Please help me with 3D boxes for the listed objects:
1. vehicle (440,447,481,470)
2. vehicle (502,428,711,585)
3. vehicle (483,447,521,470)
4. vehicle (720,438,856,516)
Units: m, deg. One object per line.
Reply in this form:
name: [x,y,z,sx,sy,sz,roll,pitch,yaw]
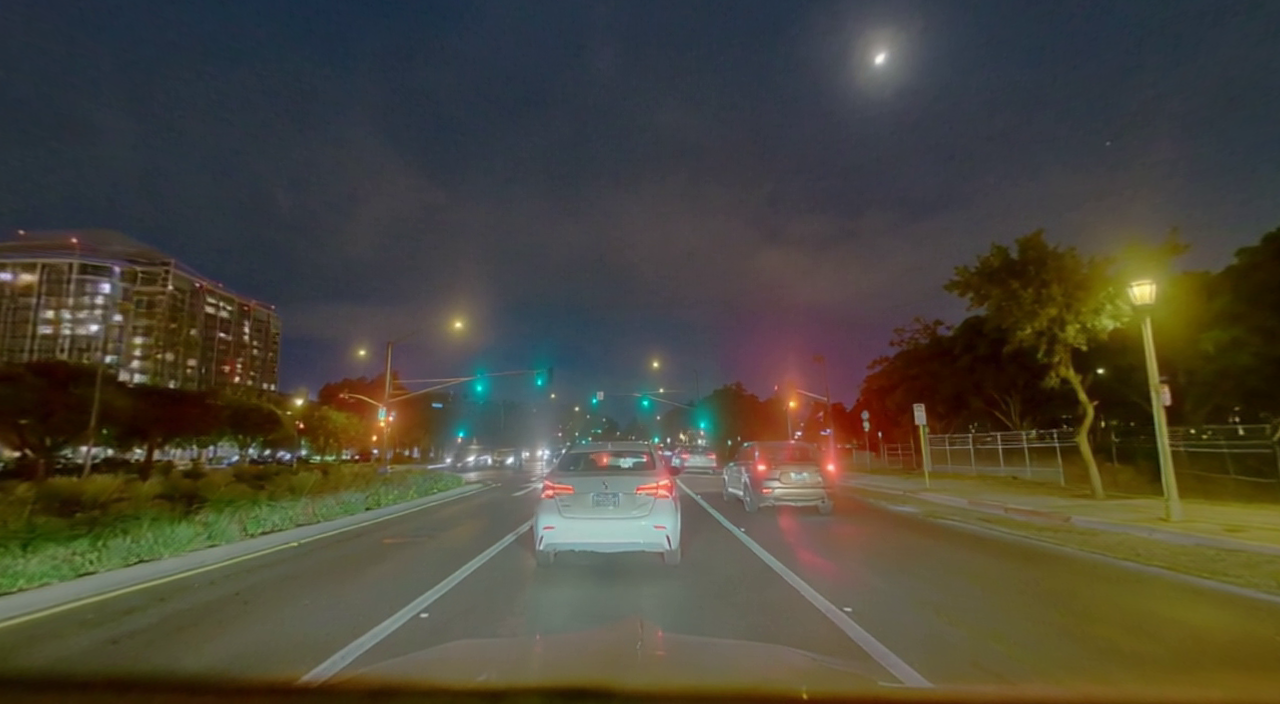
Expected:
vehicle: [-13.767,8.185,48.825,1.985,1.689,4.461,0,-9,-2]
vehicle: [-0.355,1.760,7.944,2.006,1.487,3.535,0,-9,-1]
vehicle: [-9.391,7.288,43.410,1.824,1.513,4.254,0,-9,-2]
vehicle: [3.133,2.725,14.333,1.910,1.474,4.263,0,-9,-2]
